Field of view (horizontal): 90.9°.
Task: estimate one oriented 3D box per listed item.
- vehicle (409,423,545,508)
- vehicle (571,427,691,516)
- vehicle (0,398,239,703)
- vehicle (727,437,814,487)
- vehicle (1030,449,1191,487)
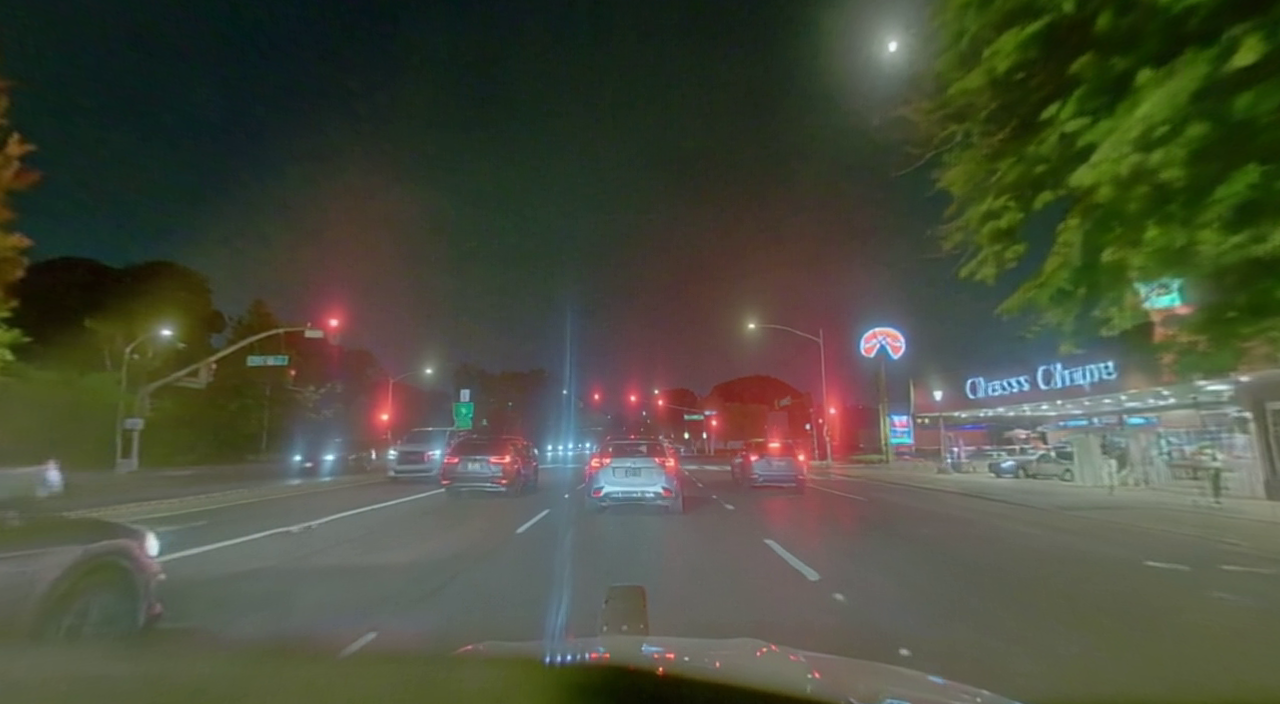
[{"bbox_3d":[-3.566,2.570,14.634,1.983,1.685,3.997,0,-8,1],"label":"vehicle"},{"bbox_3d":[-0.159,2.416,13.225,2.121,1.563,4.031,0,-8,0],"label":"vehicle"},{"bbox_3d":[-3.718,0.824,1.822,1.992,1.493,4.688,0,-8,1],"label":"vehicle"},{"bbox_3d":[4.238,3.647,21.233,1.979,1.485,4.207,0,-8,-1],"label":"vehicle"},{"bbox_3d":[18.894,4.655,25.504,4.795,1.457,1.986,-1,-8,4],"label":"vehicle"}]
